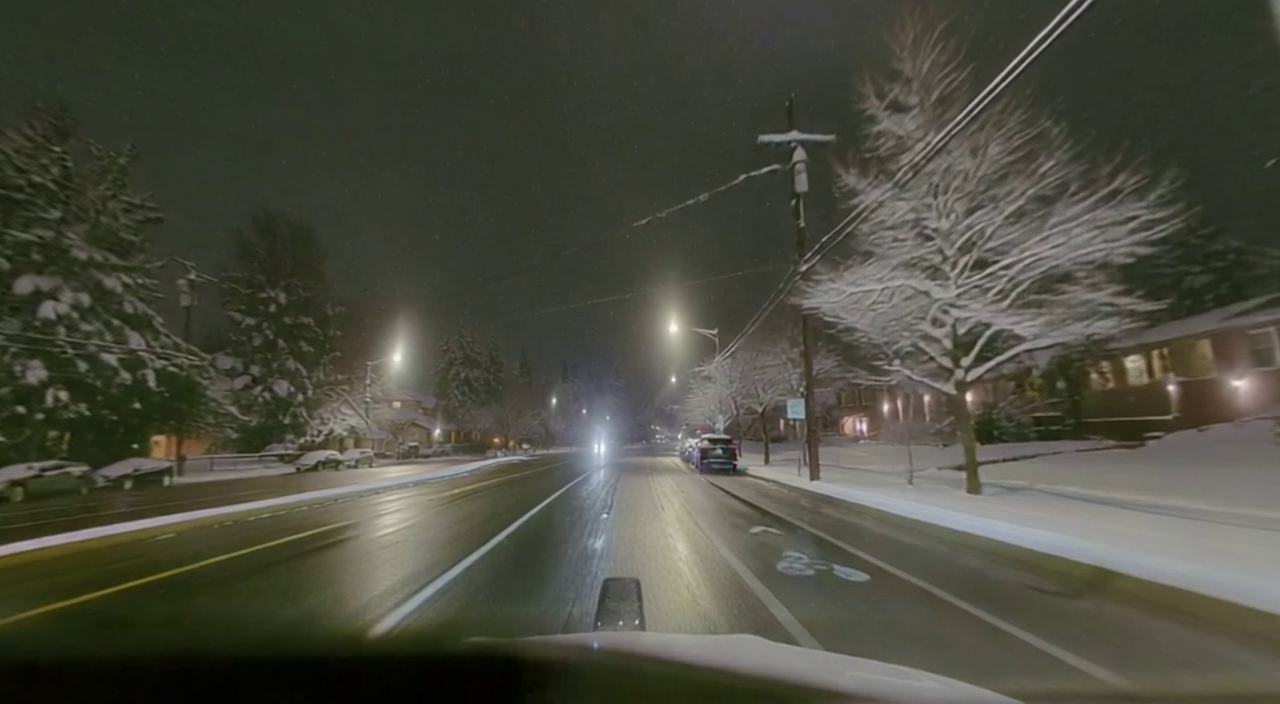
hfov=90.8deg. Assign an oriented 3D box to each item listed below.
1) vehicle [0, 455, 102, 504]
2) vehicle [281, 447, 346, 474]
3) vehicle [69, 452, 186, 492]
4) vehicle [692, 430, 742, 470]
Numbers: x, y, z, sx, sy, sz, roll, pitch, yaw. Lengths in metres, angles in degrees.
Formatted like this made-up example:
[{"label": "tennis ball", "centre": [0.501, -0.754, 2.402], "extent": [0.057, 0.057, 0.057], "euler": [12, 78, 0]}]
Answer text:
[{"label": "vehicle", "centre": [-24.413, 5.098, 25.504], "extent": [1.864, 1.575, 4.149], "euler": [-3, -6, -3]}, {"label": "vehicle", "centre": [-24.155, 8.019, 46.947], "extent": [2.120, 1.824, 4.908], "euler": [-1, -8, 2]}, {"label": "vehicle", "centre": [-24.520, 5.729, 30.449], "extent": [1.999, 1.720, 4.253], "euler": [0, -8, 1]}, {"label": "vehicle", "centre": [3.578, 4.651, 30.068], "extent": [2.013, 1.710, 4.403], "euler": [-1, -8, 3]}]
